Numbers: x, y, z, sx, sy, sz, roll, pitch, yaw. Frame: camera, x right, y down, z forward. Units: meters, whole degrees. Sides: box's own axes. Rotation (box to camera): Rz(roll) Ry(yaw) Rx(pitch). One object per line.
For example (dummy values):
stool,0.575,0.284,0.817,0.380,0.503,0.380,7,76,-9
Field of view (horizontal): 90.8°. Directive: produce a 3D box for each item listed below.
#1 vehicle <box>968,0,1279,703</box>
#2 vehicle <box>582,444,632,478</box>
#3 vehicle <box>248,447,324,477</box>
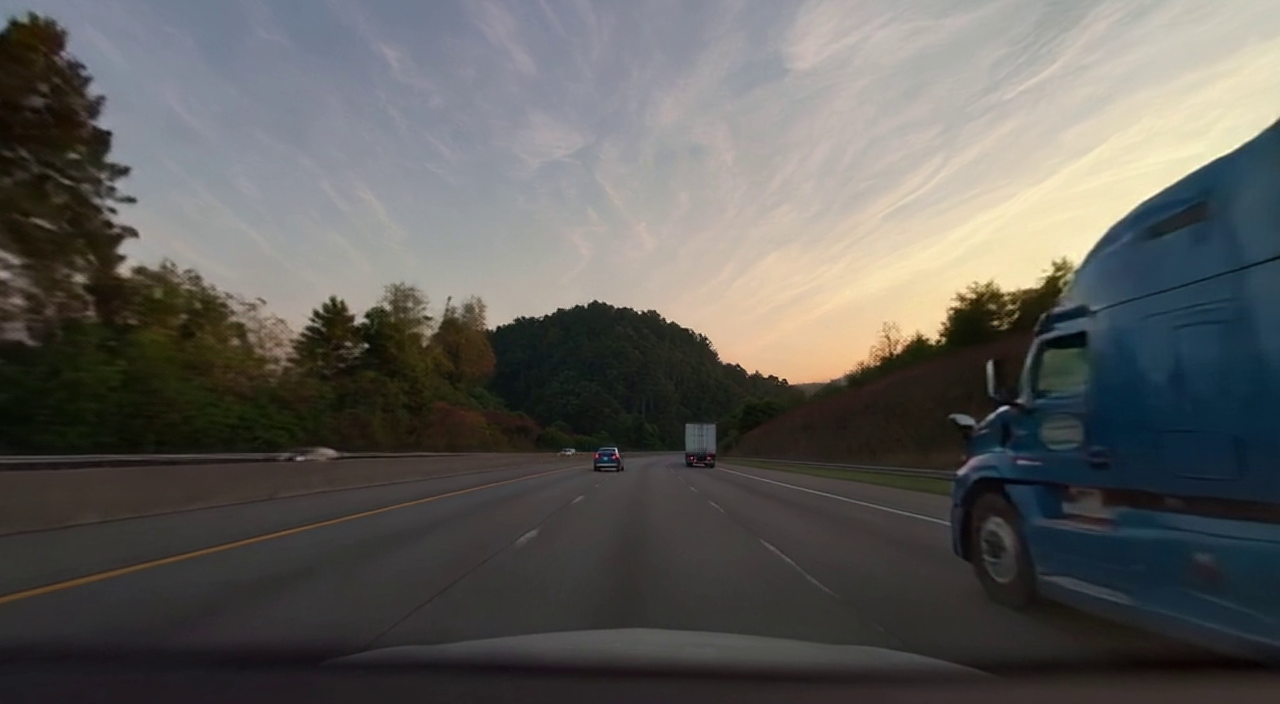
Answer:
vehicle,4.162,-0.312,1.769,3.014,3.921,6.052,0,-9,-1
vehicle,-1.659,5.792,33.618,2.297,1.683,4.385,0,-9,2
vehicle,-21.174,6.585,37.957,2.143,1.649,4.057,0,-9,0
